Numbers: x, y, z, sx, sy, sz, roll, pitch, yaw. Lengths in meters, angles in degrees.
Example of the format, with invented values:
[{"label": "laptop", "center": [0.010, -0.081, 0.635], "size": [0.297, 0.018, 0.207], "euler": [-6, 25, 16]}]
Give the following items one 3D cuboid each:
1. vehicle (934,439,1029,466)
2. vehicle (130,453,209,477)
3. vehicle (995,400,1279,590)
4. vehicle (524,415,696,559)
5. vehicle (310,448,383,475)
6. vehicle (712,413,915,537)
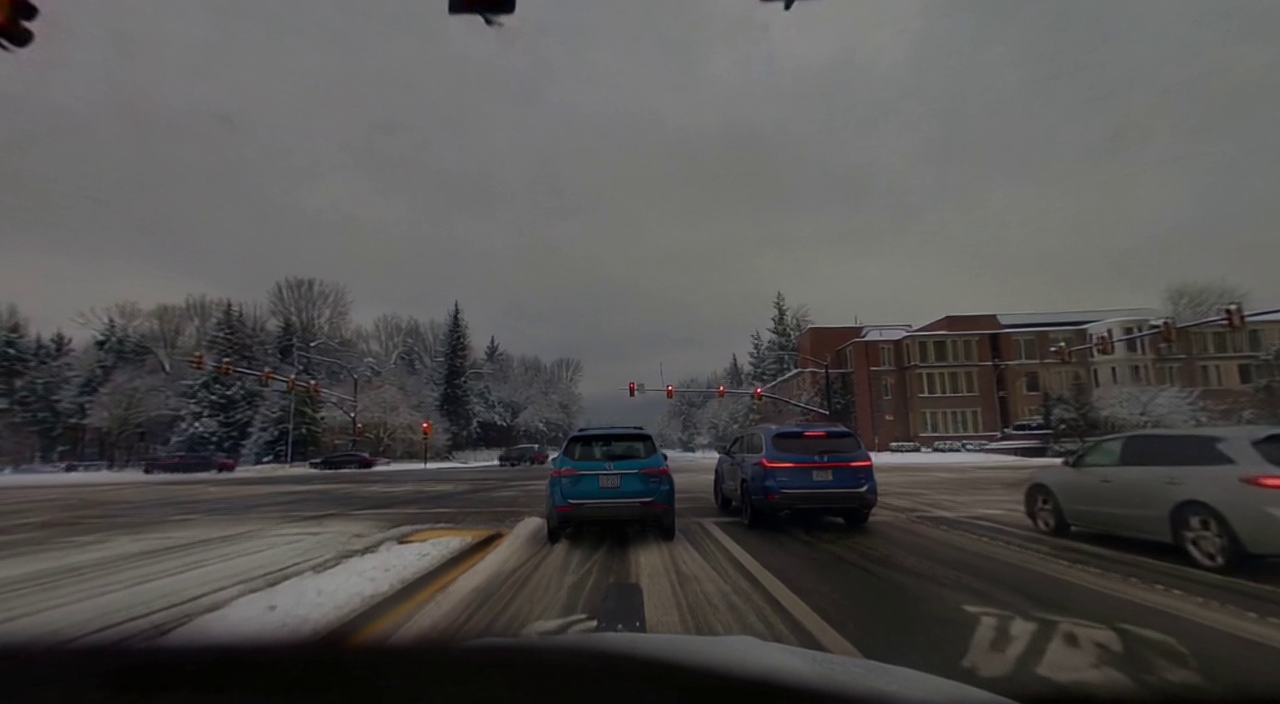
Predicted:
[{"label": "vehicle", "center": [25.816, 7.622, 47.909], "size": [5.895, 1.921, 2.150], "euler": [0, -9, 0]}, {"label": "vehicle", "center": [-33.620, 8.087, 45.221], "size": [4.253, 1.610, 1.800], "euler": [-1, -9, 3]}, {"label": "vehicle", "center": [6.059, 1.446, 6.992], "size": [1.690, 1.538, 4.313], "euler": [0, -9, -1]}, {"label": "vehicle", "center": [-0.435, 1.915, 9.659], "size": [2.039, 1.698, 4.144], "euler": [0, -9, -2]}, {"label": "vehicle", "center": [-19.779, 7.367, 42.556], "size": [4.318, 1.712, 2.188], "euler": [-4, -10, 26]}, {"label": "vehicle", "center": [2.801, 2.132, 11.506], "size": [2.228, 1.798, 4.370], "euler": [0, -9, -3]}]
